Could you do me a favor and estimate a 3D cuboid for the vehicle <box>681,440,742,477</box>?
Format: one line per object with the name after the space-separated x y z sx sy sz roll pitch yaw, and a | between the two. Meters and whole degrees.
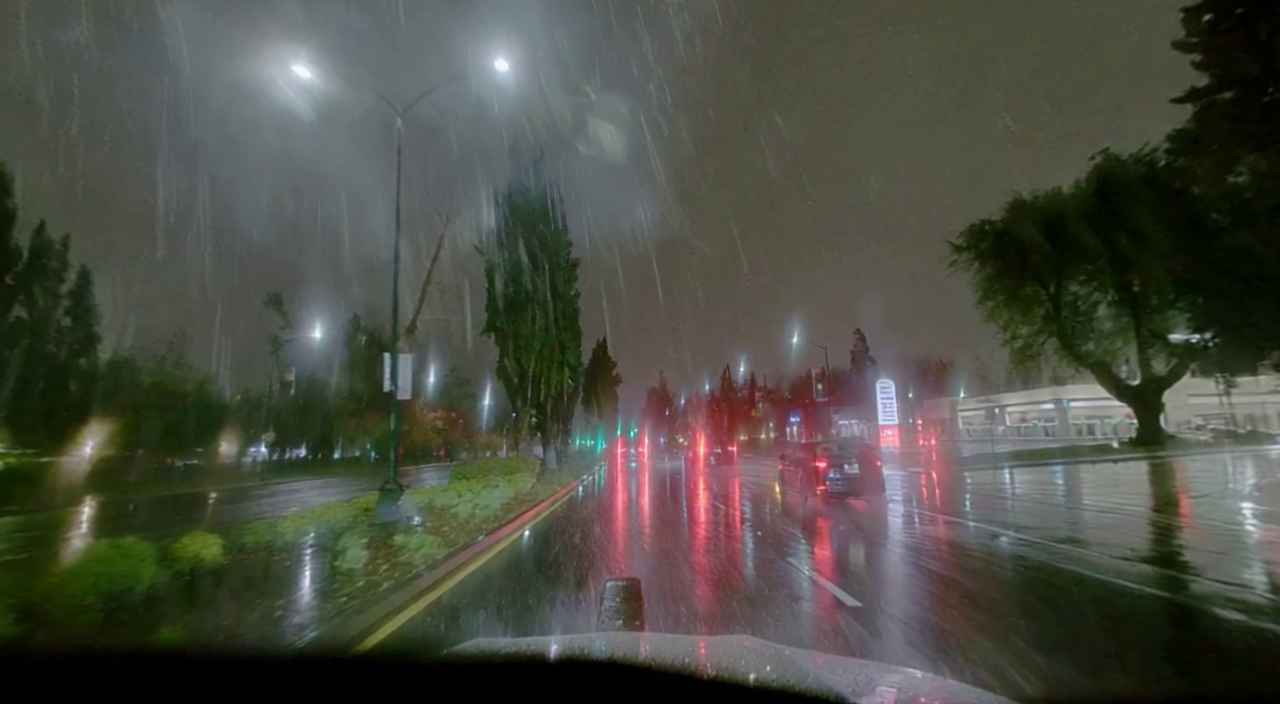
3.121 4.776 28.642 2.057 1.491 4.675 0 -8 -2 | vehicle

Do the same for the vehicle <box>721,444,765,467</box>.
6.580 6.635 40.648 2.068 1.393 3.874 0 -8 -1 | vehicle

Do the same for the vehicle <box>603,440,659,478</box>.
-0.421 4.610 27.476 2.242 1.474 4.127 0 -8 -1 | vehicle
